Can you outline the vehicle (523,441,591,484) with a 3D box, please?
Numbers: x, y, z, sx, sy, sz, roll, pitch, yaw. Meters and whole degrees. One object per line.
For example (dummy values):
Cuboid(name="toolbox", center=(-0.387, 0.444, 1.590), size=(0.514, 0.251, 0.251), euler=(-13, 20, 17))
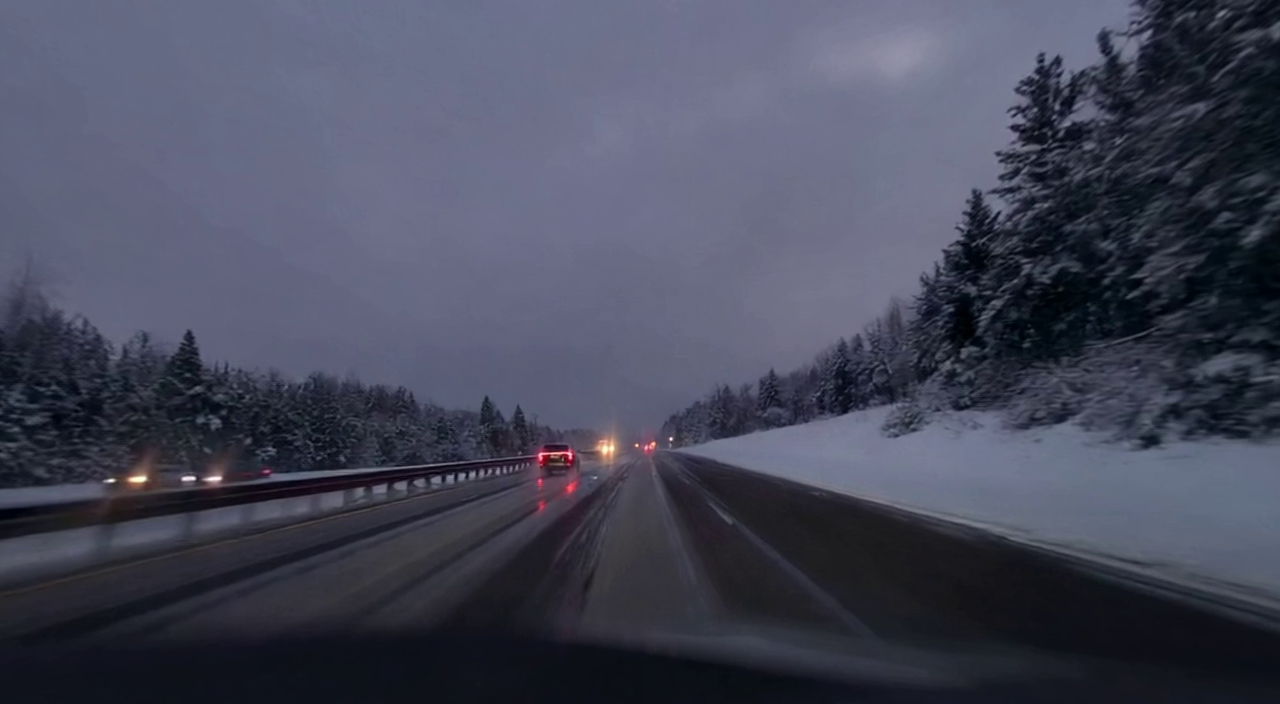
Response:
Cuboid(name="vehicle", center=(-3.151, 4.267, 24.749), size=(2.050, 1.530, 4.144), euler=(0, -8, 1))
